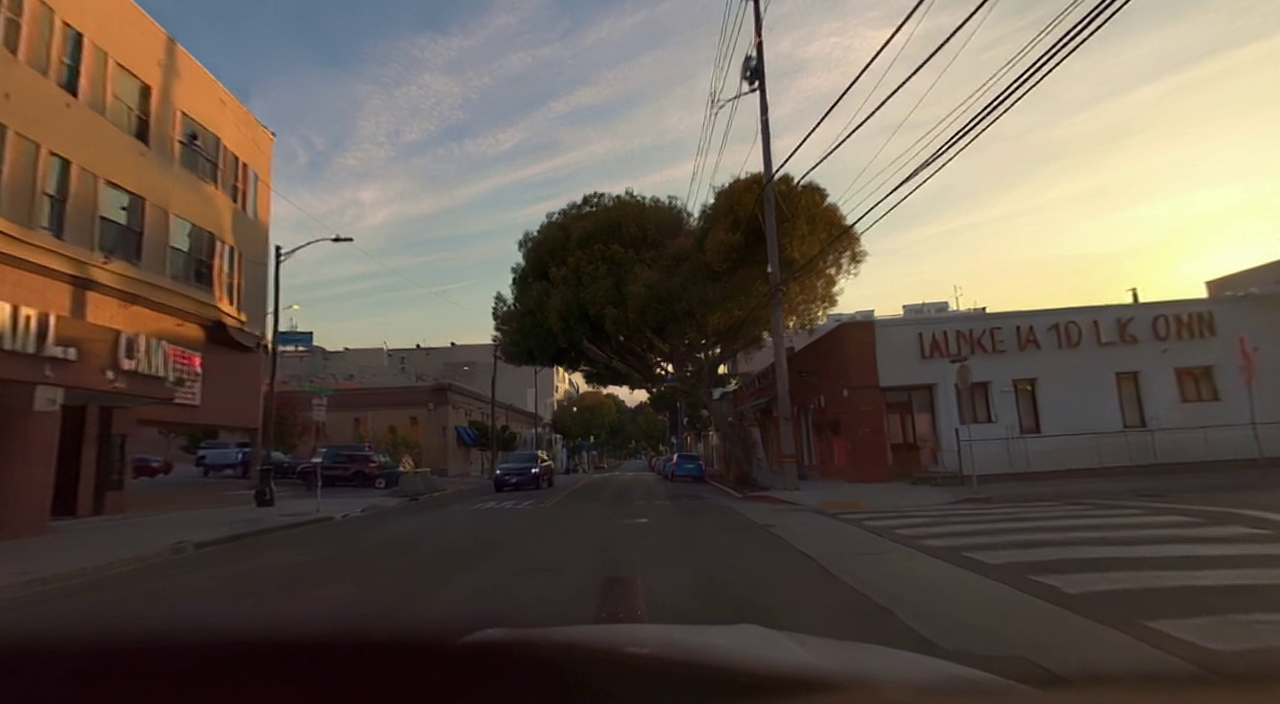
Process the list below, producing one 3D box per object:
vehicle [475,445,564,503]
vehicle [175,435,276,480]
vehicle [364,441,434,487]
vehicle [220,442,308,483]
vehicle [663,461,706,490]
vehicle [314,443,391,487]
[{"bbox_3d":[-4.469,4.598,24.418,2.495,1.966,4.846,0,-9,0],"label":"vehicle"},{"bbox_3d":[-27.812,7.106,42.767,2.249,2.760,6.636,0,-9,0],"label":"vehicle"},{"bbox_3d":[-16.243,7.612,43.090,2.715,2.789,6.225,0,-10,-5],"label":"vehicle"},{"bbox_3d":[-25.117,7.385,42.588,2.288,2.514,5.886,0,-9,0],"label":"vehicle"},{"bbox_3d":[2.379,6.732,34.549,1.877,1.373,3.854,0,-9,-3],"label":"vehicle"},{"bbox_3d":[-19.175,7.496,42.554,2.256,2.668,5.979,0,-7,1],"label":"vehicle"}]
